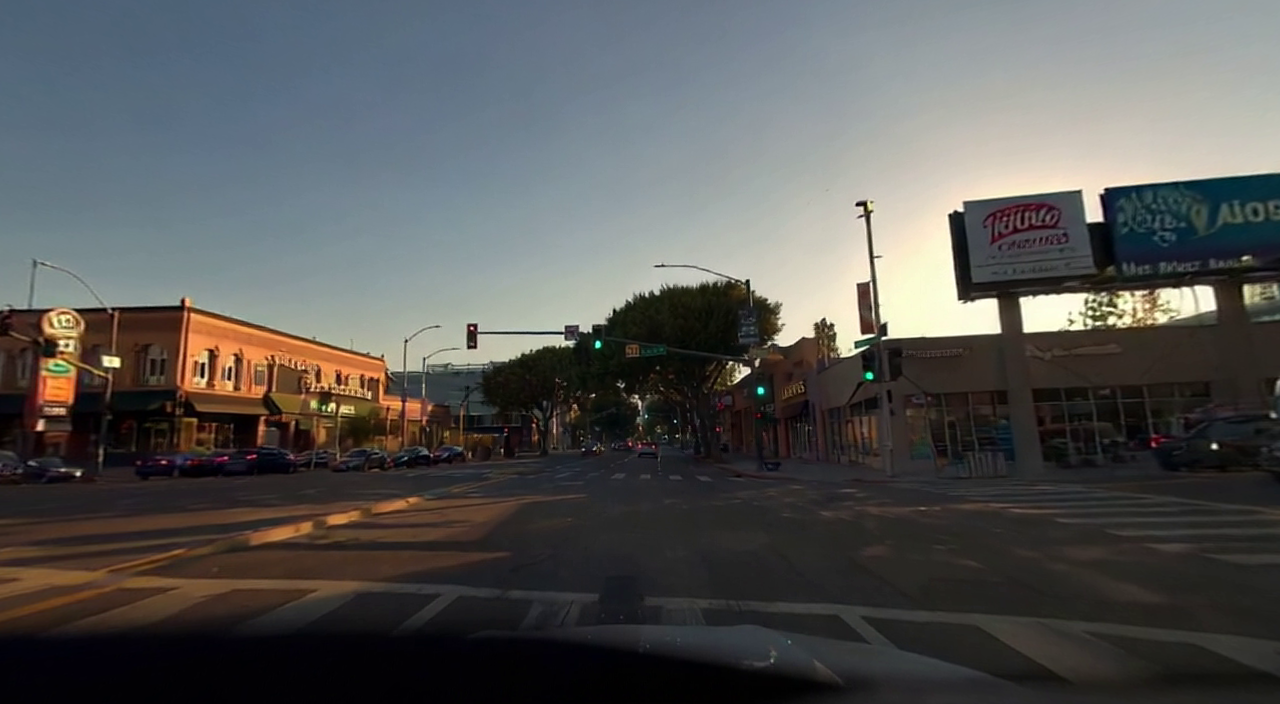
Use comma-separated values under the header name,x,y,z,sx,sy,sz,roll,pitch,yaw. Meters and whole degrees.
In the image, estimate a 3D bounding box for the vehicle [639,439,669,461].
name,x,y,z,sx,sy,sz,roll,pitch,yaw
vehicle,1.072,7.432,48.026,2.168,1.545,4.047,0,-8,1

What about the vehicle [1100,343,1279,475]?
name,x,y,z,sx,sy,sz,roll,pitch,yaw
vehicle,20.497,1.557,17.032,12.622,3.392,3.039,-2,-9,13

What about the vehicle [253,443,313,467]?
name,x,y,z,sx,sy,sz,roll,pitch,yaw
vehicle,-28.076,8.083,49.807,1.643,1.755,3.666,-5,-9,34

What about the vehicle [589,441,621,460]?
name,x,y,z,sx,sy,sz,roll,pitch,yaw
vehicle,-2.653,7.595,48.707,1.962,1.420,4.021,-1,-8,4

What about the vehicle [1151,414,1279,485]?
name,x,y,z,sx,sy,sz,roll,pitch,yaw
vehicle,15.219,2.276,14.768,4.517,1.541,2.051,-2,-9,11

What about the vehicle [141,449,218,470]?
name,x,y,z,sx,sy,sz,roll,pitch,yaw
vehicle,-35.979,8.366,49.467,1.802,1.549,4.439,-4,-9,26

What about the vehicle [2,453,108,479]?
name,x,y,z,sx,sy,sz,roll,pitch,yaw
vehicle,-37.421,7.266,40.513,1.826,1.432,4.530,-5,-10,30
